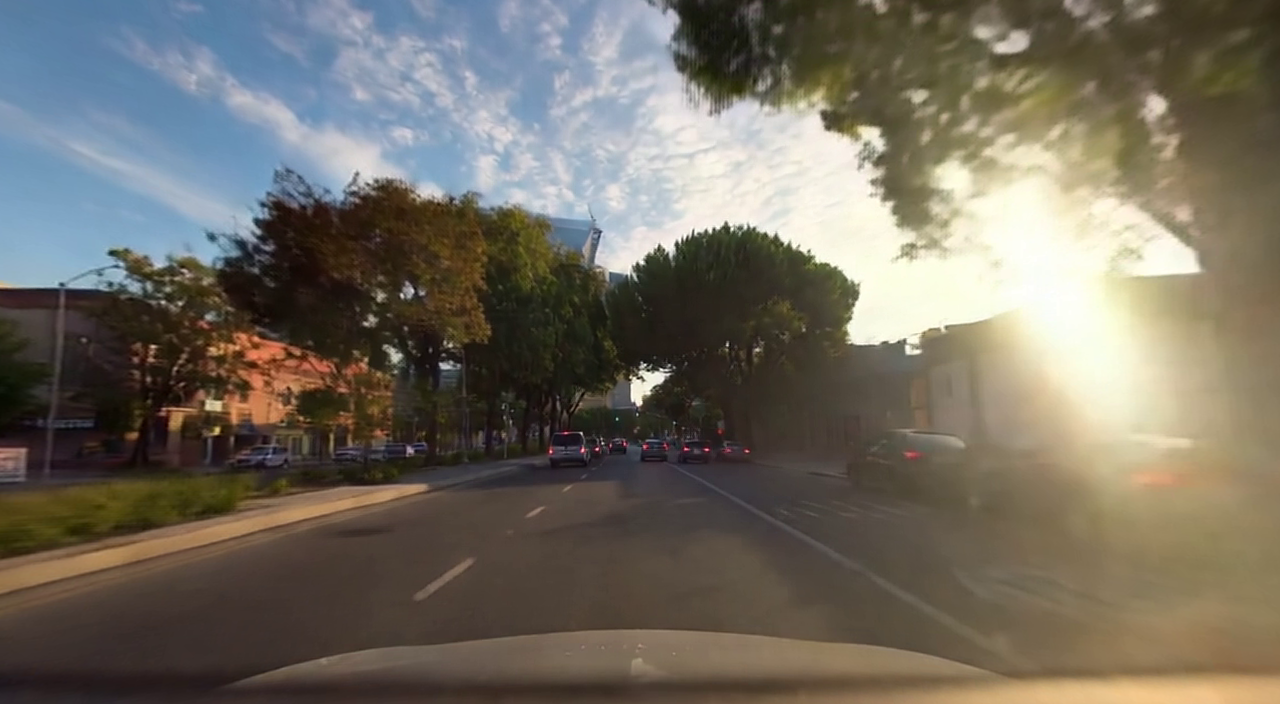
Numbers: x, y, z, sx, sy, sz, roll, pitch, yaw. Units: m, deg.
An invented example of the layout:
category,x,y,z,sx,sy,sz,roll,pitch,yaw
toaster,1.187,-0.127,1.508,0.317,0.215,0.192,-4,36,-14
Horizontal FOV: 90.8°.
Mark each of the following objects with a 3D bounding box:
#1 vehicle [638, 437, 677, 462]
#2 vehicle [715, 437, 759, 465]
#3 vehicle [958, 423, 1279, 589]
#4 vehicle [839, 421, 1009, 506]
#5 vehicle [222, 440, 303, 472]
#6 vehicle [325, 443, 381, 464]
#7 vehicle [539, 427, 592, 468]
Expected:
category,x,y,z,sx,sy,sz,roll,pitch,yaw
vehicle,1.109,6.516,42.289,2.201,1.589,3.843,0,-8,-4
vehicle,6.252,6.432,41.234,2.164,1.727,3.955,0,-8,-1
vehicle,7.138,2.003,9.262,2.320,1.764,4.731,0,-8,-2
vehicle,6.956,2.771,16.116,2.216,1.847,4.321,0,-8,-1
vehicle,-22.352,6.129,37.627,1.996,1.767,4.613,0,-8,-1
vehicle,-22.535,7.982,49.906,2.111,1.554,5.163,0,-8,-1
vehicle,-3.827,5.025,33.330,2.223,1.957,4.845,0,-8,0
